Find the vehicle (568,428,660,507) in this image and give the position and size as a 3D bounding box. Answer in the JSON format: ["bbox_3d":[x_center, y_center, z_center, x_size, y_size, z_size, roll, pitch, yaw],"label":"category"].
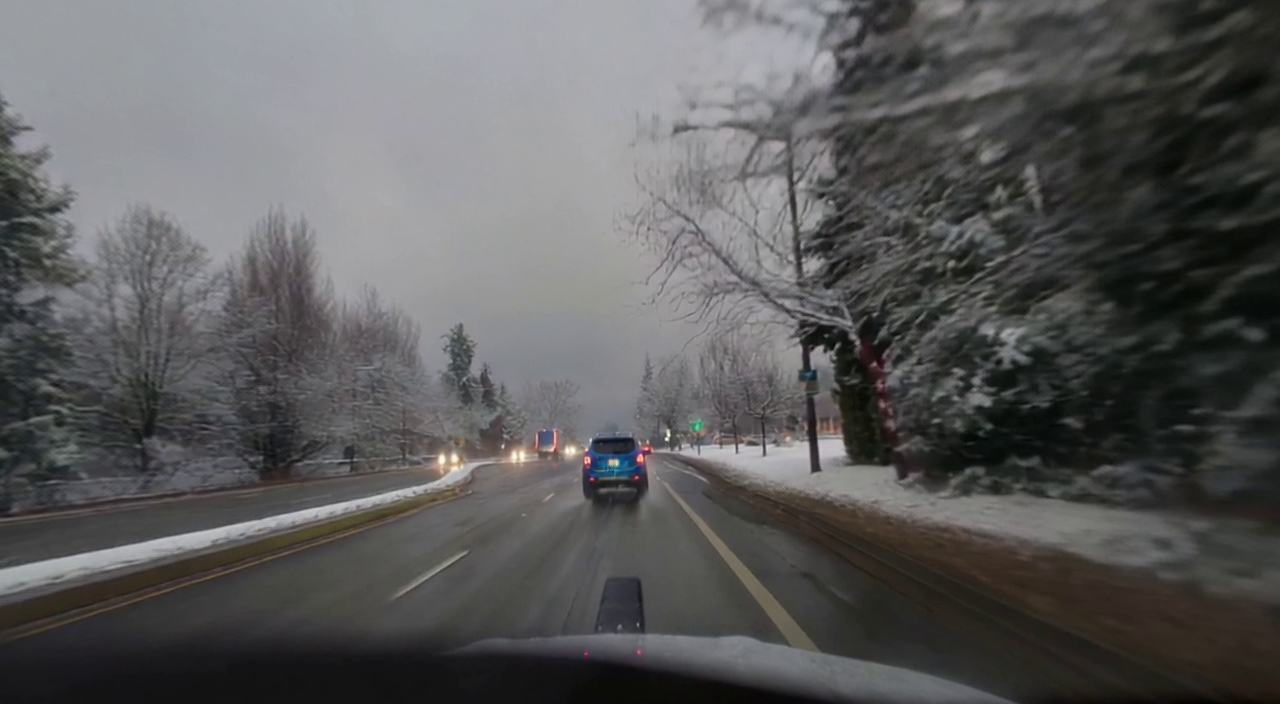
[{"bbox_3d":[-0.655,3.012,16.850,2.131,1.761,4.242,-1,-9,-1],"label":"vehicle"}]
